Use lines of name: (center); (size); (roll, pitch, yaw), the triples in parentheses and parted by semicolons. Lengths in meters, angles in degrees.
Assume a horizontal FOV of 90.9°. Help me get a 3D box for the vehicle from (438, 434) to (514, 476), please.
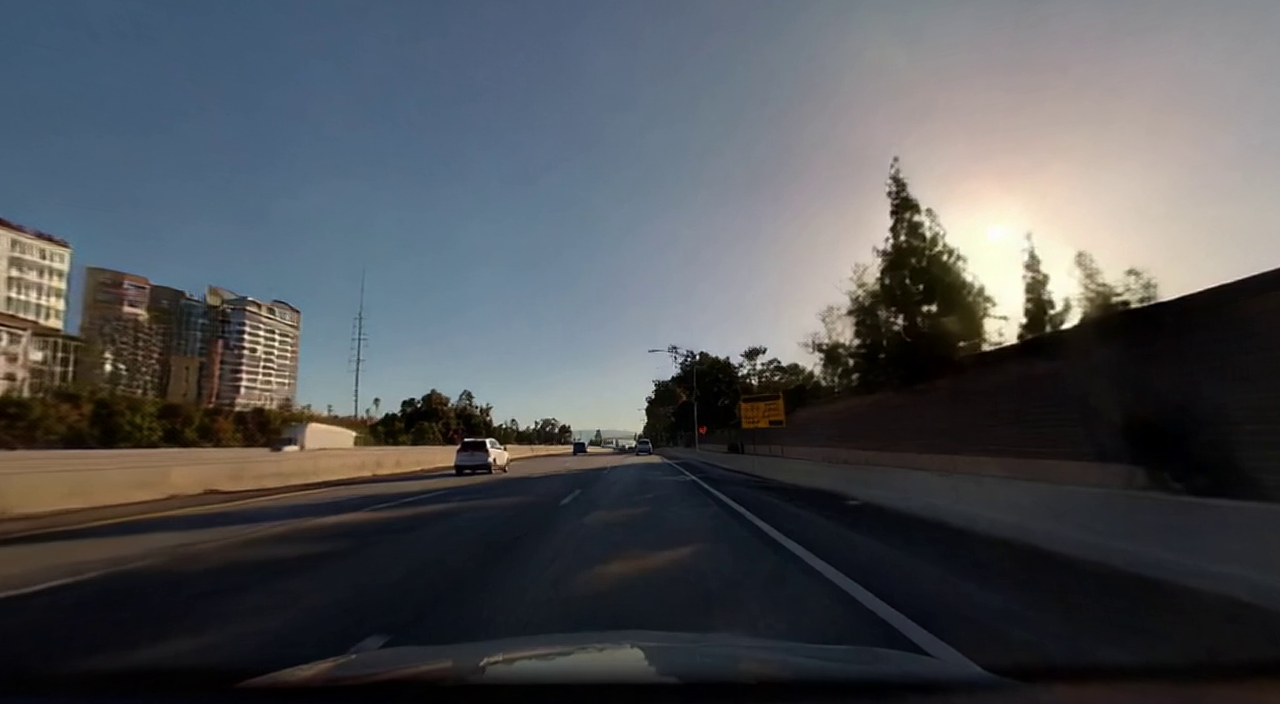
vehicle: (-7.125, 4.511, 27.888); (2.088, 1.678, 4.426); (0, -8, 1)
